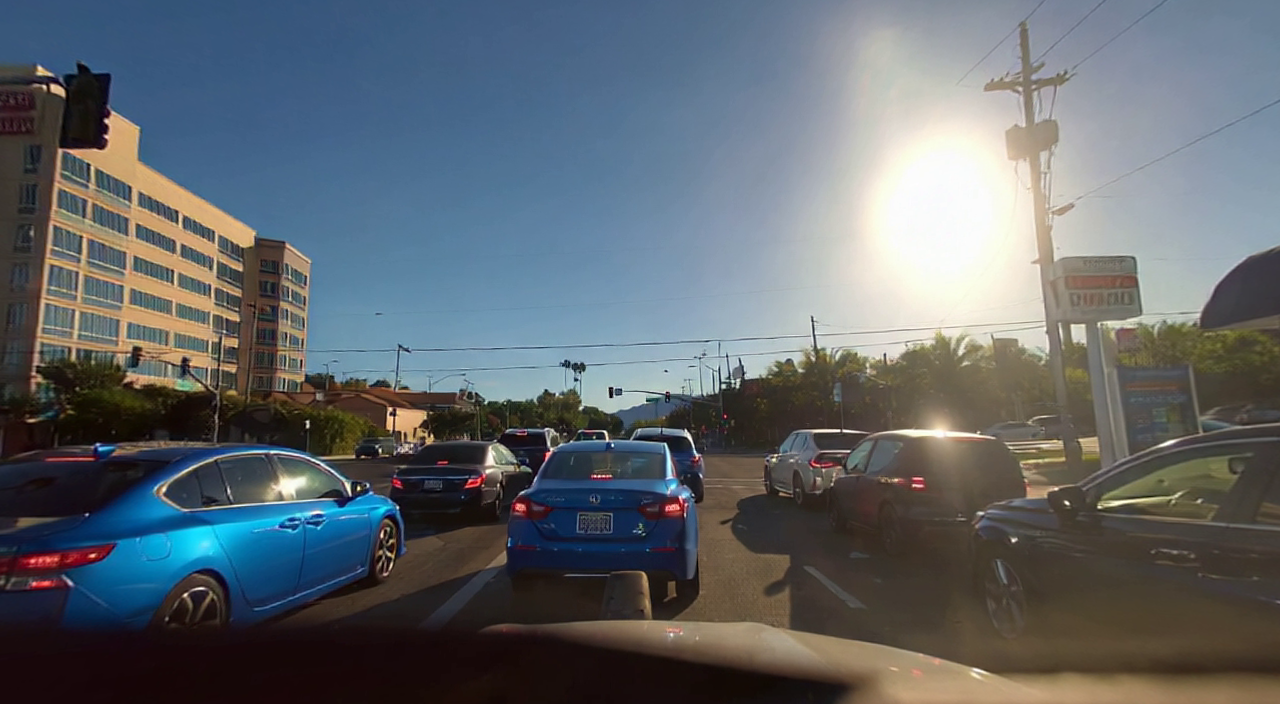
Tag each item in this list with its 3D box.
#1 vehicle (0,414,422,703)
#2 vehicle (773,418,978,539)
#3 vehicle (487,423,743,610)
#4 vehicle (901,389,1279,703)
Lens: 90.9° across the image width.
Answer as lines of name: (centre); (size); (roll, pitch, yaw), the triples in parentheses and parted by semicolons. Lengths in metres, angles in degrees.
vehicle: (-3.411, 1.300, 4.711); (1.980, 1.454, 4.226); (0, -8, 1)
vehicle: (3.757, 2.096, 11.012); (2.007, 1.683, 4.171); (0, -8, 1)
vehicle: (-0.188, 1.623, 7.132); (2.059, 1.477, 3.988); (0, -8, 0)
vehicle: (3.423, 1.080, 3.634); (1.981, 1.499, 4.536); (0, -8, 2)
